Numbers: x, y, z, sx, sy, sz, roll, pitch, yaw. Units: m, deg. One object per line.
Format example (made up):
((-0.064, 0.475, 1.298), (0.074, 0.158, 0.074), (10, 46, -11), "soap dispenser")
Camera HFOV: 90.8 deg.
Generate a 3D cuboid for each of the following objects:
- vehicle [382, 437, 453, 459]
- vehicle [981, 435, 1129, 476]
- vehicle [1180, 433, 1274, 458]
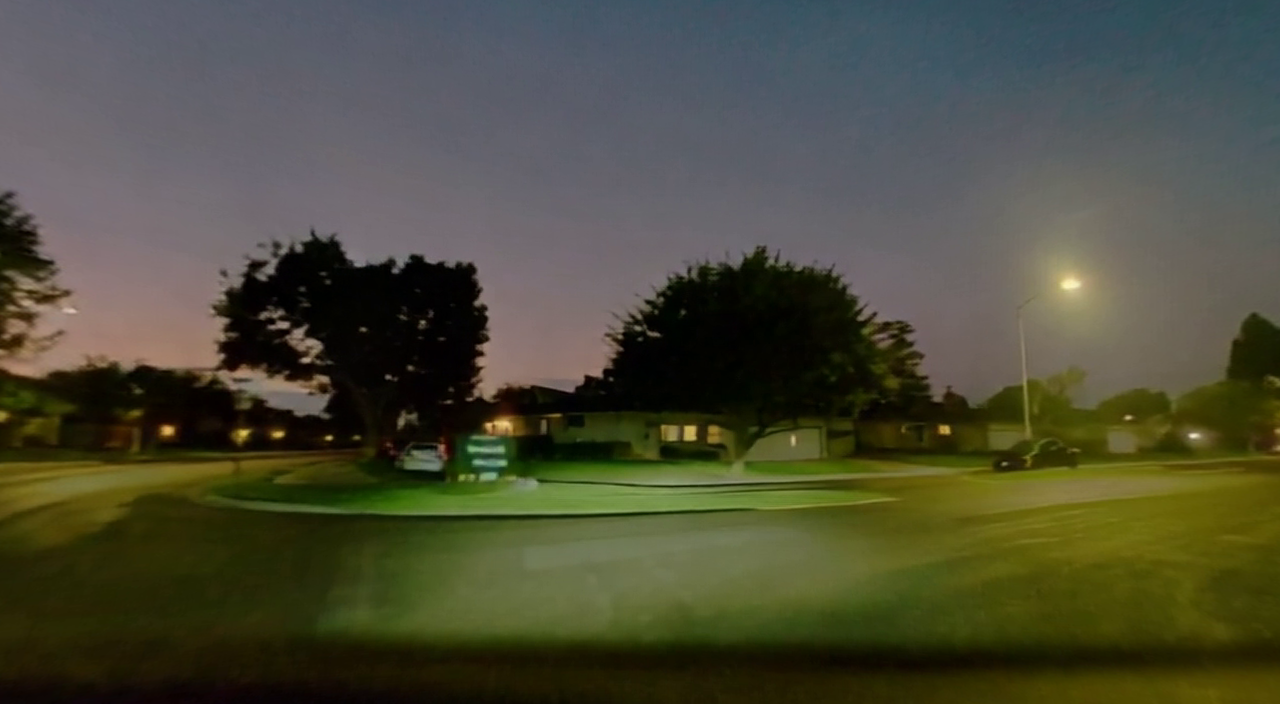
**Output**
((-15.529, 6.735, 44.272), (4.585, 1.457, 1.899), (3, -9, -17), "vehicle")
((16.949, 4.250, 26.107), (4.750, 1.559, 1.928), (-4, -9, 23), "vehicle")
((44.248, 7.085, 47.732), (4.620, 1.695, 2.004), (-4, -10, 17), "vehicle")
